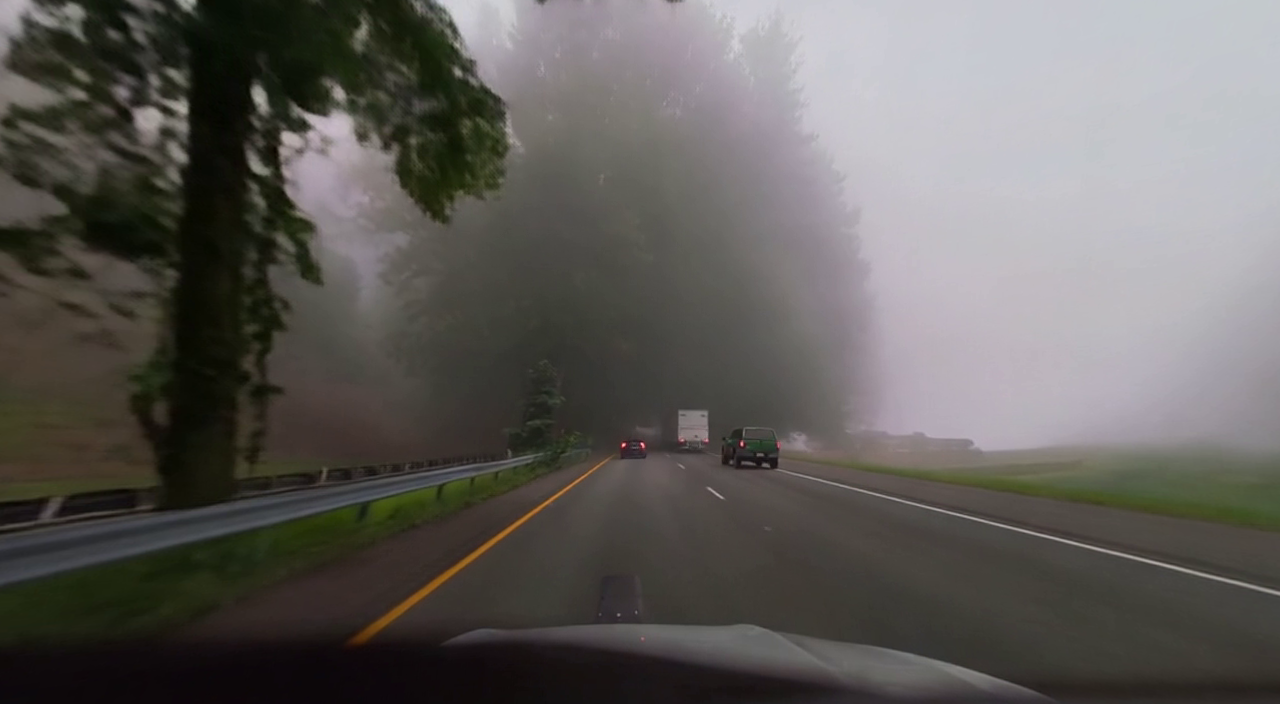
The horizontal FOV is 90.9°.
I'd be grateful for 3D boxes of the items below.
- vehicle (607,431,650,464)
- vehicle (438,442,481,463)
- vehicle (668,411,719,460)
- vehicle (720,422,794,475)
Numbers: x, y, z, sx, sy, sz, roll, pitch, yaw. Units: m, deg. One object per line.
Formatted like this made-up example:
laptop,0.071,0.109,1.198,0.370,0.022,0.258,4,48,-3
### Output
vehicle,-0.616,5.174,34.553,2.206,1.681,4.111,0,-8,-1
vehicle,-14.157,7.888,49.629,2.107,1.498,4.226,0,-8,1
vehicle,3.507,5.698,43.124,2.728,3.053,7.708,0,-8,0
vehicle,4.511,3.772,25.004,2.073,1.905,4.023,0,-8,-1
